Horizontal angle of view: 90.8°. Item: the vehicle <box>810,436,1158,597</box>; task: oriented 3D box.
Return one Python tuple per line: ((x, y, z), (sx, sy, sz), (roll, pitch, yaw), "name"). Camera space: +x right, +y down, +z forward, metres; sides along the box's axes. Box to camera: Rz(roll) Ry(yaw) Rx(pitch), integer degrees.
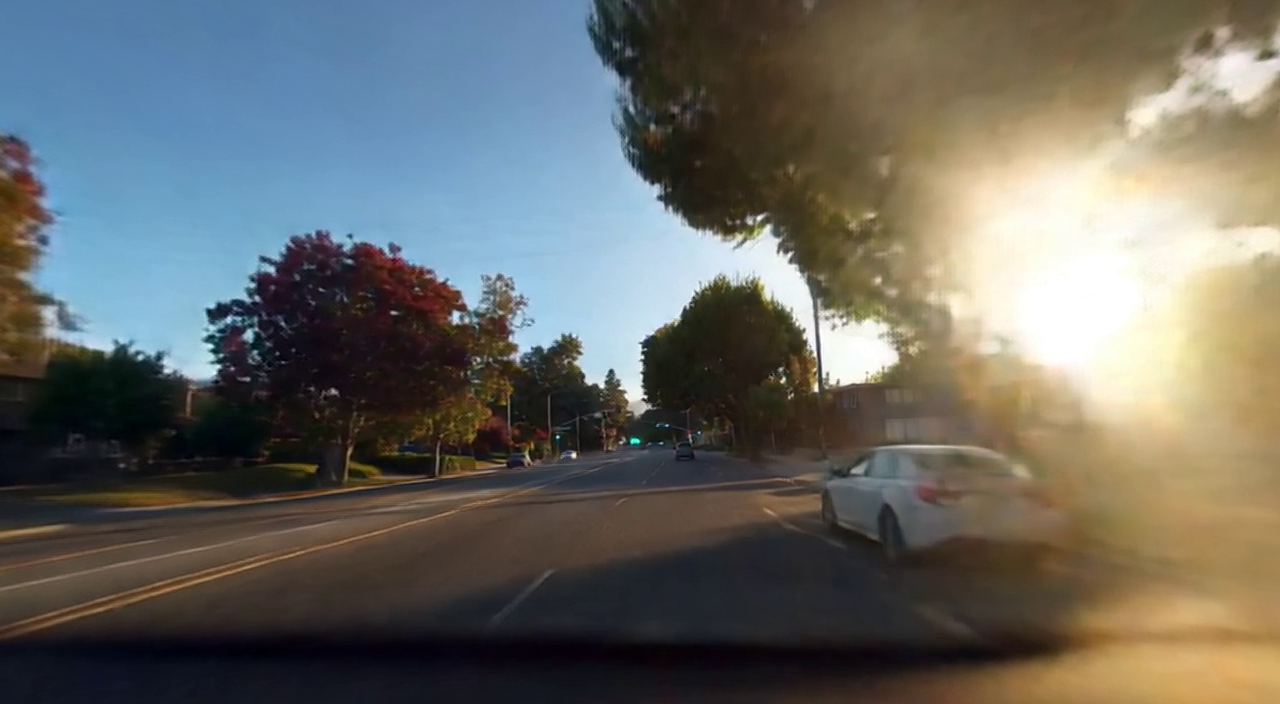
((3.797, 1.871, 8.186), (1.993, 1.457, 4.599), (0, -9, 1), "vehicle")
